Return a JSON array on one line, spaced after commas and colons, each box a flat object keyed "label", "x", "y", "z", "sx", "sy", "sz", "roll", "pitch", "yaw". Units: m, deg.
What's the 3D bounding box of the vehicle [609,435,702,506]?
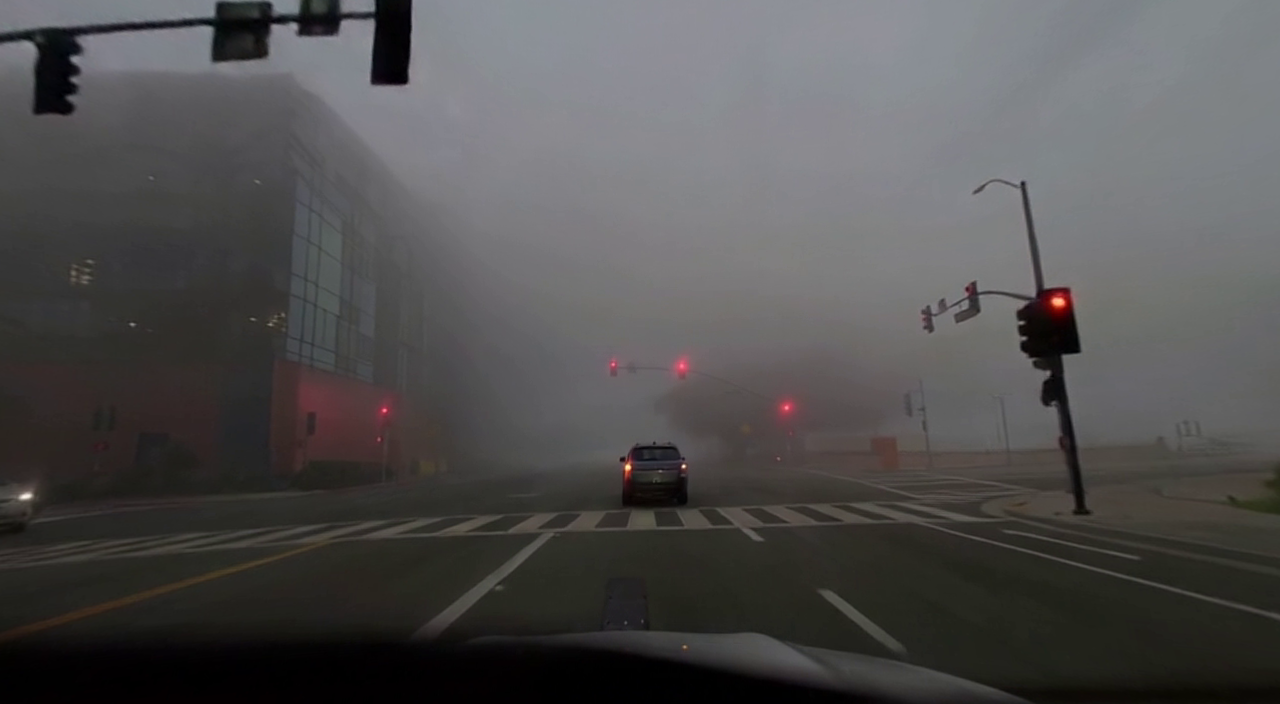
[{"label": "vehicle", "x": 0.326, "y": 3.115, "z": 16.970, "sx": 2.184, "sy": 1.640, "sz": 4.086, "roll": 0, "pitch": -9, "yaw": -1}]
